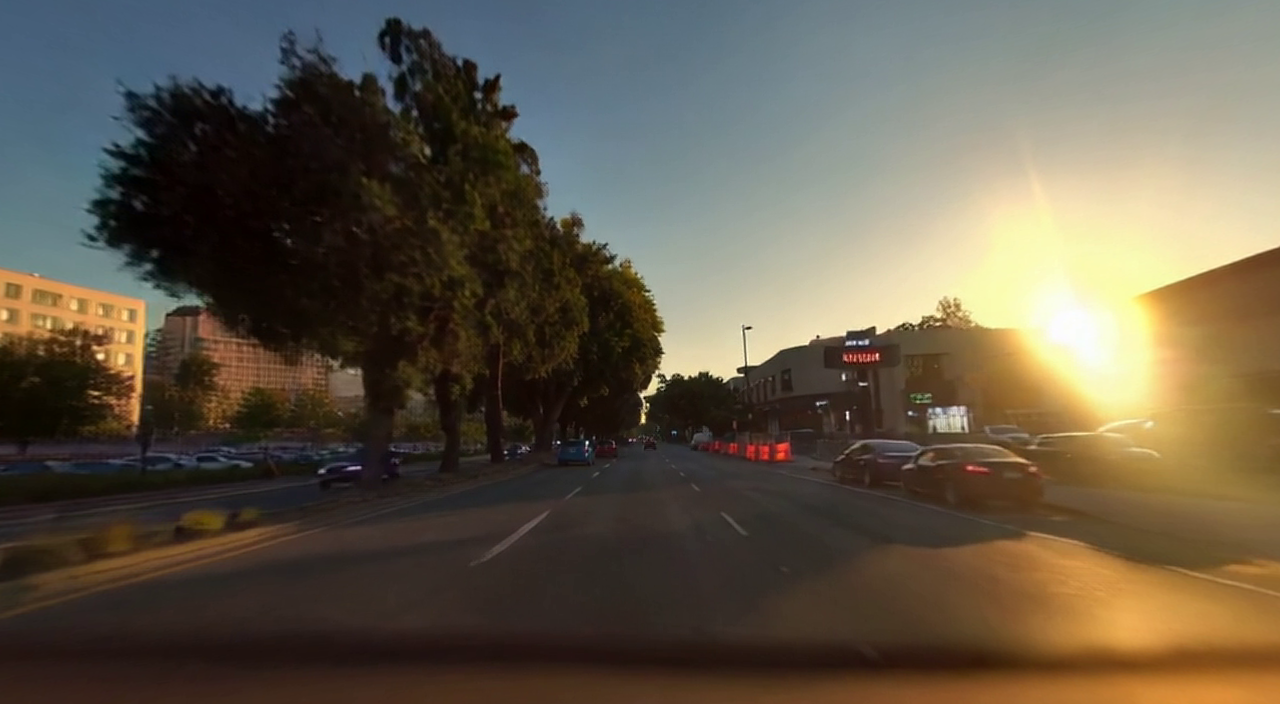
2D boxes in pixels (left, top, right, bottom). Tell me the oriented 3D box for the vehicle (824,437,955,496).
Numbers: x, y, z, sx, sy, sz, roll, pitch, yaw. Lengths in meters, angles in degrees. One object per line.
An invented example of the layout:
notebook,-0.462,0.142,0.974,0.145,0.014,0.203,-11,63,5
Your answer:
vehicle,7.096,3.270,18.506,1.953,1.479,4.524,0,-8,0

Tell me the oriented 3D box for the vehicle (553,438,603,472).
vehicle,-2.841,4.814,29.653,1.926,1.442,4.231,0,-8,0

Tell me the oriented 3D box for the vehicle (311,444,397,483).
vehicle,-12.170,4.733,27.080,1.797,1.510,3.919,0,-8,1

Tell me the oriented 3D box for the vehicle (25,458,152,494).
vehicle,-29.683,6.633,34.094,4.947,1.683,1.968,7,-11,-41

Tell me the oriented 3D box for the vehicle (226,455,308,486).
vehicle,-22.063,7.013,37.514,1.955,1.447,4.911,-5,-8,0

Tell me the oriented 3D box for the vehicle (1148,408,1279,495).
vehicle,13.378,2.043,13.023,1.916,1.683,4.516,0,-8,0

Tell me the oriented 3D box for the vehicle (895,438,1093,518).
vehicle,7.301,2.585,13.617,1.799,1.399,4.317,-1,-8,1
